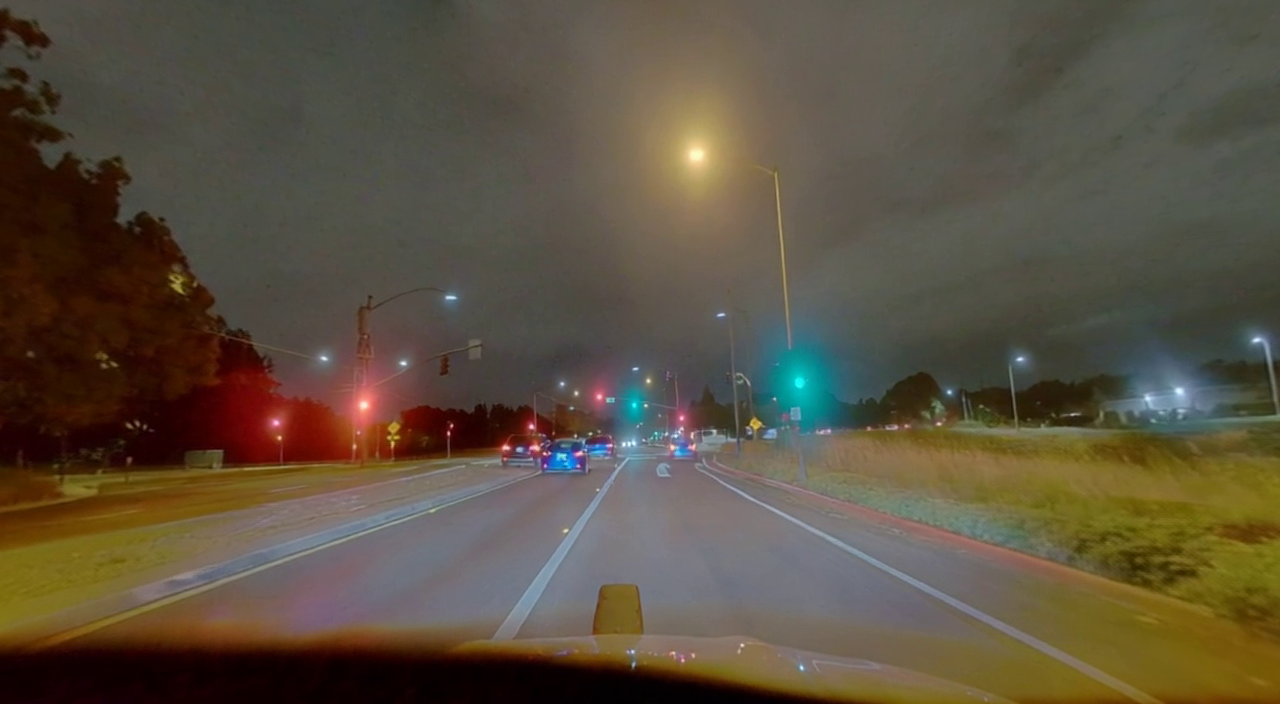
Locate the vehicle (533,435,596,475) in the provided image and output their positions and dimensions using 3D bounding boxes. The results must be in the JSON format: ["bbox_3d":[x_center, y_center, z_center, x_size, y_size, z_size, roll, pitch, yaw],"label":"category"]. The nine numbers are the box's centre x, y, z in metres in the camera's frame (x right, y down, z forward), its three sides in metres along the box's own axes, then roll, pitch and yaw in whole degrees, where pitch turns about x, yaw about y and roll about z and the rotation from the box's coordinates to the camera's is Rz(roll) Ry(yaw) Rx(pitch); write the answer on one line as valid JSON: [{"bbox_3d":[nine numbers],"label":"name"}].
[{"bbox_3d":[-2.991,4.193,25.911,1.979,1.492,3.930,0,-9,1],"label":"vehicle"}]

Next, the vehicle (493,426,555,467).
[{"bbox_3d":[-6.159,5.100,34.245,2.390,2.020,5.085,0,-9,0],"label":"vehicle"}]

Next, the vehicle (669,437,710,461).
[{"bbox_3d":[3.170,6.117,40.007,1.945,1.410,4.284,-2,-9,13],"label":"vehicle"}]
